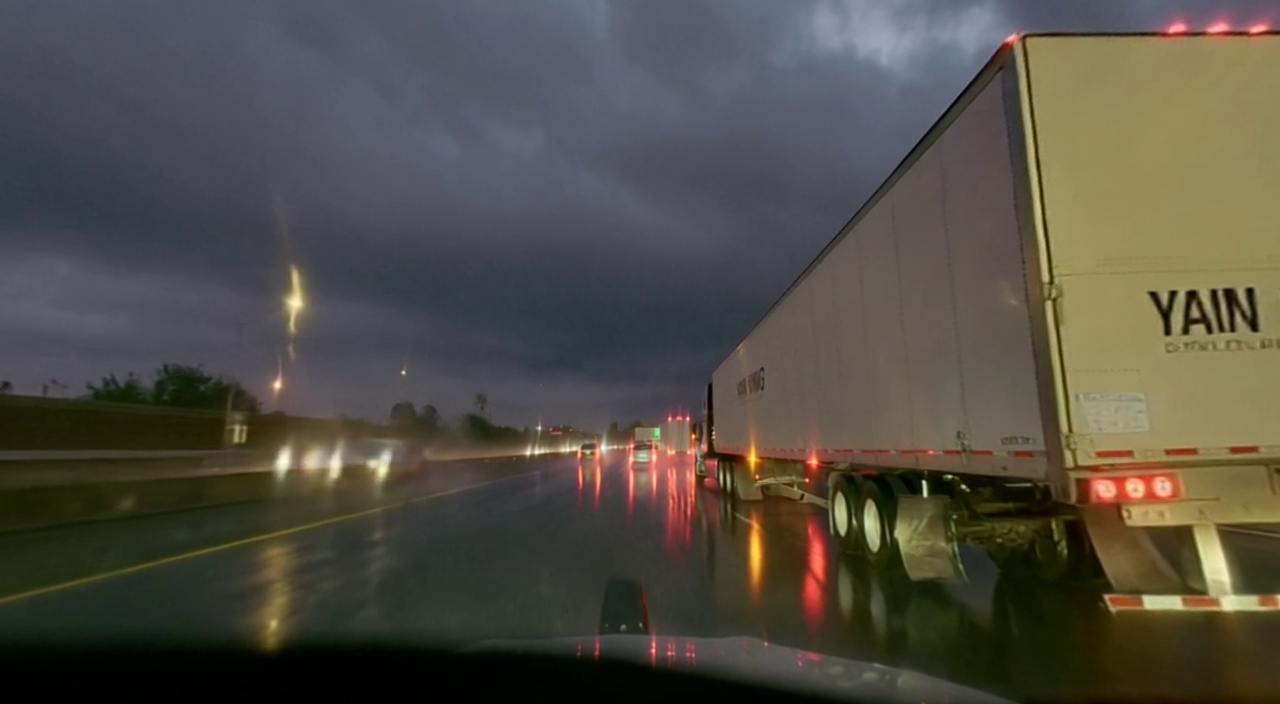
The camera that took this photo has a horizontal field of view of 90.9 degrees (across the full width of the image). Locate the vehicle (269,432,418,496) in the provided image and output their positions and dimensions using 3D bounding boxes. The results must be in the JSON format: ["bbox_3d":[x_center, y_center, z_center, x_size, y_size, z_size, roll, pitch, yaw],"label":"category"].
[{"bbox_3d":[-8.852,3.398,19.490,2.076,1.678,5.116,0,-9,1],"label":"vehicle"}]

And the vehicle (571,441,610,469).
[{"bbox_3d":[-3.108,6.548,40.262,2.058,1.711,4.226,-1,-9,1],"label":"vehicle"}]

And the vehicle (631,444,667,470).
[{"bbox_3d":[0.496,6.352,38.228,2.063,1.469,4.208,0,-9,0],"label":"vehicle"}]

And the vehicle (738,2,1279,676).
[{"bbox_3d":[3.950,0.701,9.973,2.821,4.077,12.562,0,-9,0],"label":"vehicle"}]
